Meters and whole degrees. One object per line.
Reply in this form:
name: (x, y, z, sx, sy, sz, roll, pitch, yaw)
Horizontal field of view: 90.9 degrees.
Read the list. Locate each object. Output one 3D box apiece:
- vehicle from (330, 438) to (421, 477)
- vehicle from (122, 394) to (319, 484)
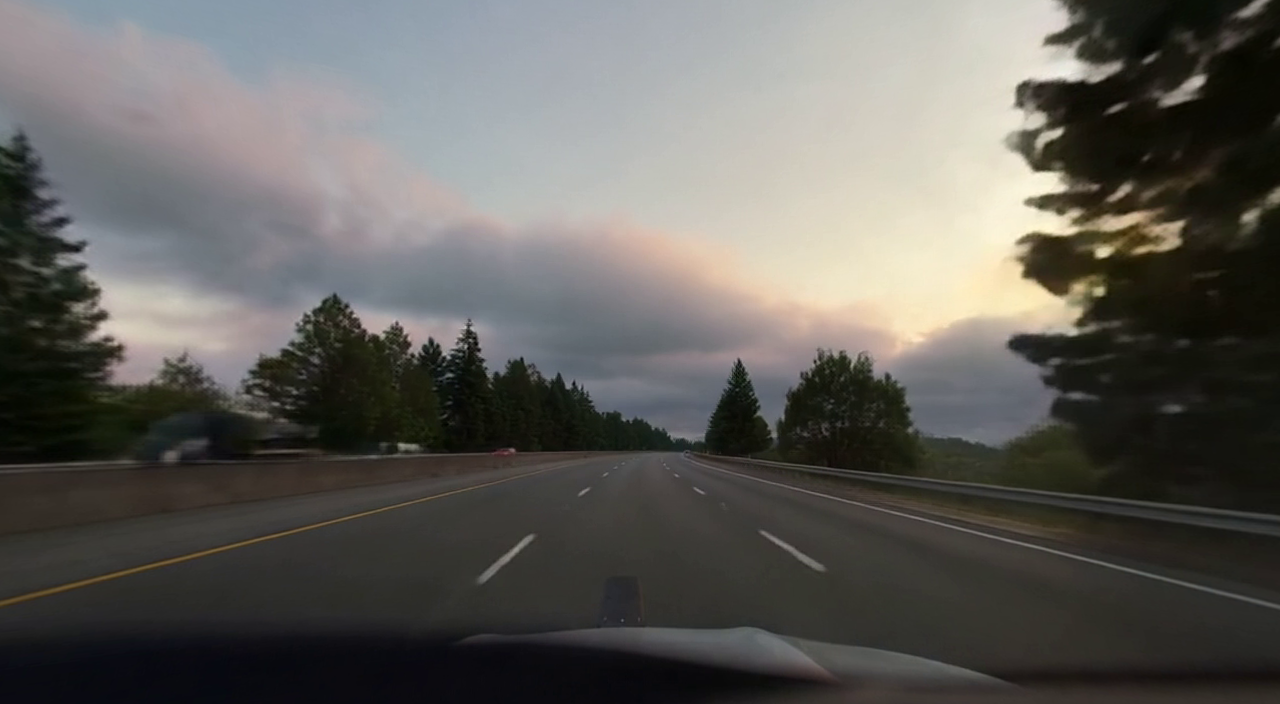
vehicle: (-12.260, 4.907, 29.555, 2.189, 1.684, 4.523, 0, -9, 1)
vehicle: (-16.575, 3.611, 25.832, 2.836, 3.157, 7.473, 0, -9, 0)
